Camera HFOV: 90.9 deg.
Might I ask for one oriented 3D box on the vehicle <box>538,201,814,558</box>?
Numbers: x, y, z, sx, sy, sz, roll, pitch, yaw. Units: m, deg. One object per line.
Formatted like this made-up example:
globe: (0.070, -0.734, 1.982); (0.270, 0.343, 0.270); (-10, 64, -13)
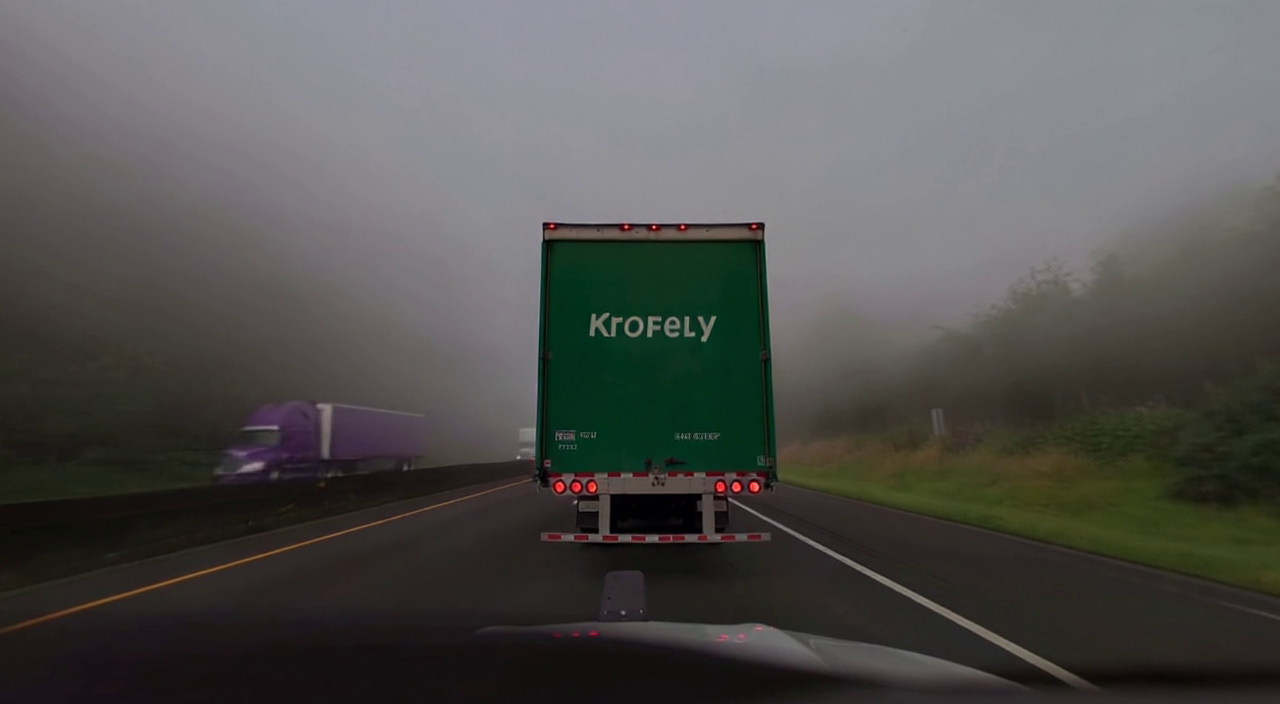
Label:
vehicle: (0.464, 1.362, 14.817); (3.230, 4.377, 14.405); (0, -9, 0)

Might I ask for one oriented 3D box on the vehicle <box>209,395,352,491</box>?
vehicle: (-16.258, 4.226, 29.106); (2.992, 3.946, 5.787); (0, -9, 0)
